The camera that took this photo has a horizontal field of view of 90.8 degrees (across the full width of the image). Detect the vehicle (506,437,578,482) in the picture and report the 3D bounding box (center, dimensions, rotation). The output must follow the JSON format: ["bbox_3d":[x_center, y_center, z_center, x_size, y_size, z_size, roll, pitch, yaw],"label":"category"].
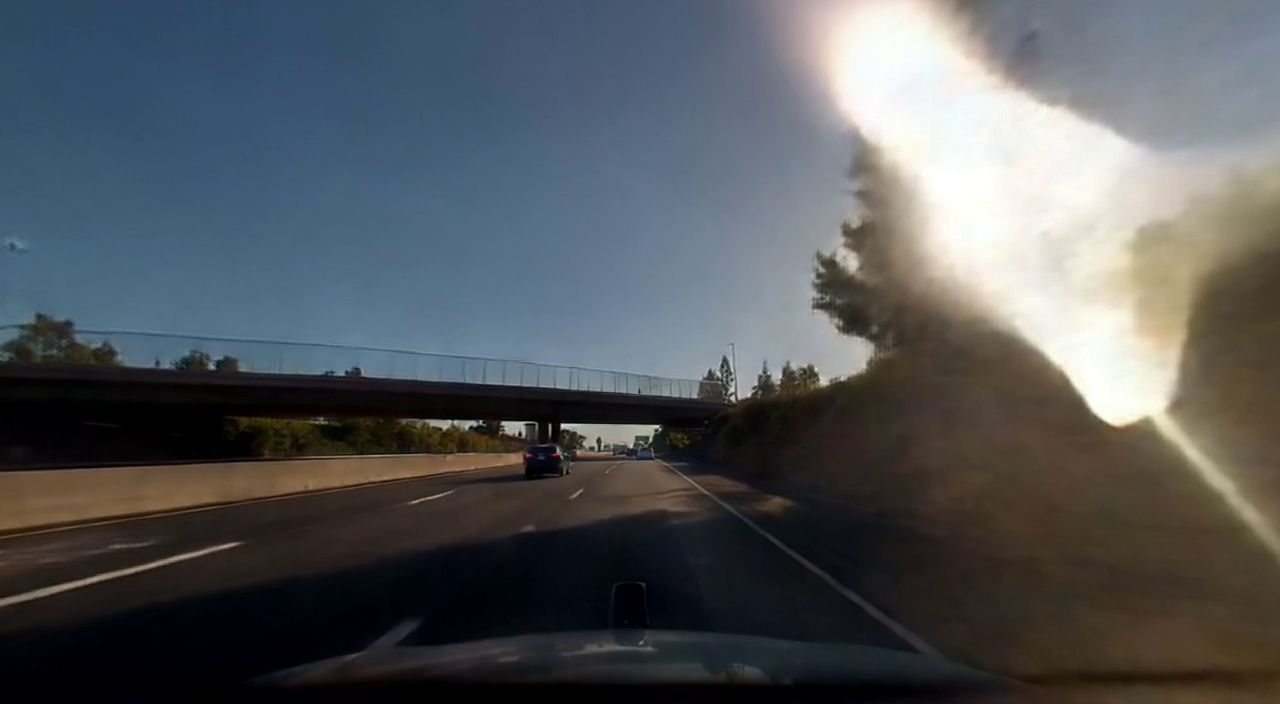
[{"bbox_3d":[-4.139,4.674,27.622,2.272,1.759,5.058,0,-9,1],"label":"vehicle"}]
